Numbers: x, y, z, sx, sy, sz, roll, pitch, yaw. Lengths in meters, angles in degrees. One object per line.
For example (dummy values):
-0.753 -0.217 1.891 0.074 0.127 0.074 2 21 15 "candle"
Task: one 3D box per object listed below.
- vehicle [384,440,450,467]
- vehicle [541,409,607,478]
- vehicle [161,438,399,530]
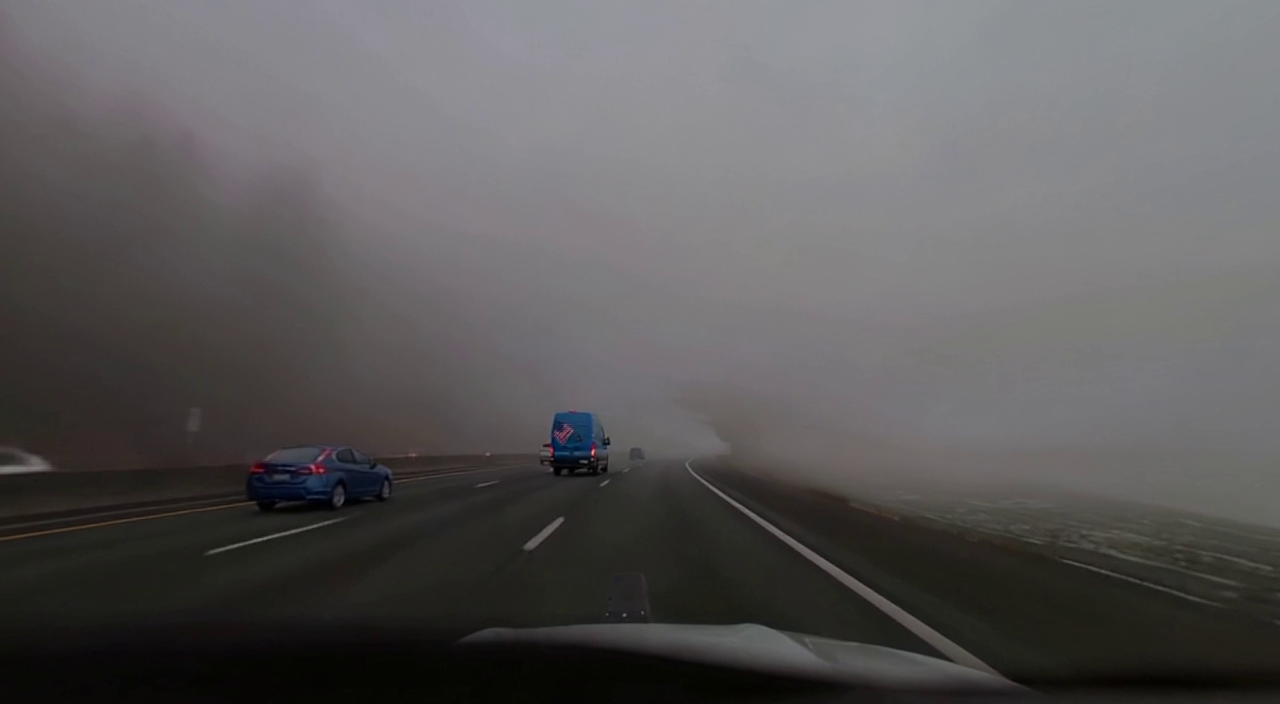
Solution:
-15.713 7.200 44.839 2.255 1.760 5.882 0 -8 3 "vehicle"
-2.952 4.286 29.631 2.319 2.883 5.632 0 -8 2 "vehicle"
-6.580 2.425 12.284 1.947 1.438 4.440 0 -8 1 "vehicle"
